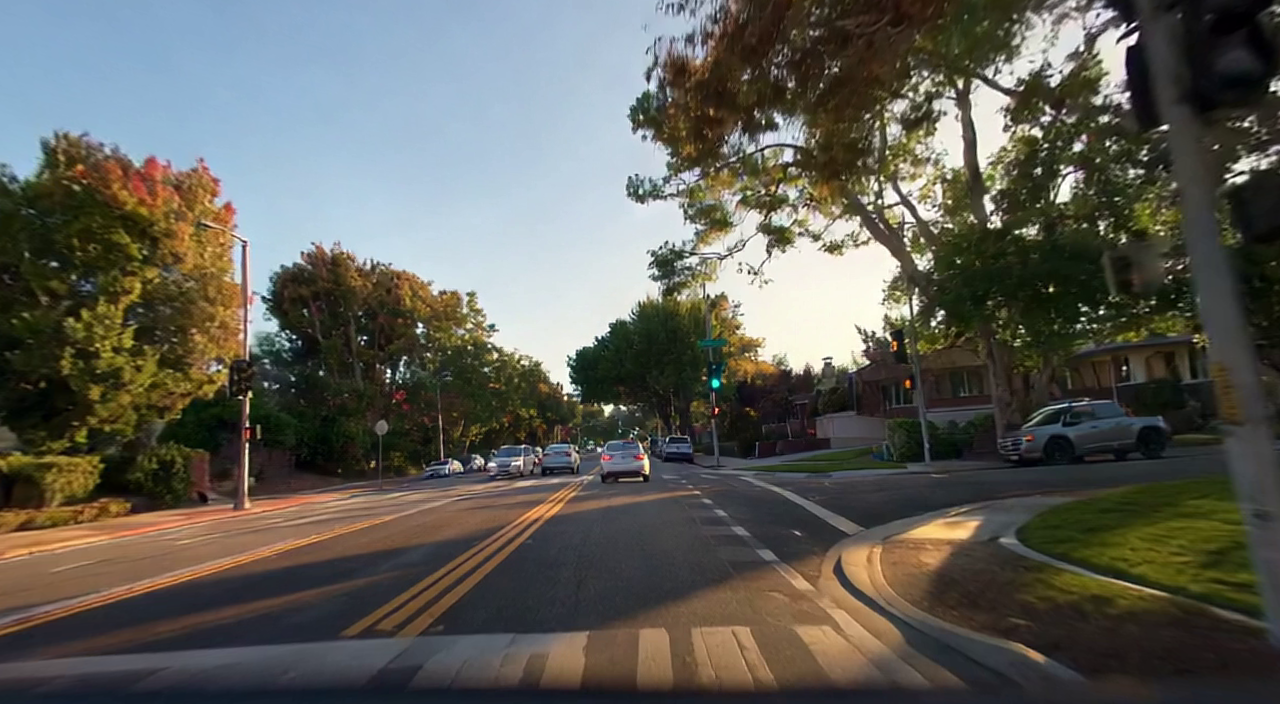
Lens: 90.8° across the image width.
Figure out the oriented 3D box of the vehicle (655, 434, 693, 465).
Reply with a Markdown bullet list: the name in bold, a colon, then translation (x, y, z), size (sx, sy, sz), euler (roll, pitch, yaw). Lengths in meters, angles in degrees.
- **vehicle**: translation (2.143, 6.350, 41.416), size (2.119, 1.884, 4.567), euler (0, -8, -2)

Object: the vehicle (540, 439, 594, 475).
- **vehicle**: translation (-3.385, 4.958, 30.081), size (2.117, 1.528, 4.277), euler (-1, -8, -1)

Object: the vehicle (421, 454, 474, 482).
- **vehicle**: translation (-12.804, 7.702, 42.271), size (2.050, 1.518, 5.115), euler (-2, -8, -1)

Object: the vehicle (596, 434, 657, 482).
- **vehicle**: translation (-0.514, 3.869, 23.378), size (2.041, 1.575, 4.304), euler (0, -8, -2)

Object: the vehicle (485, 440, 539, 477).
- **vehicle**: translation (-6.765, 5.644, 33.769), size (1.958, 1.706, 4.281), euler (-4, -8, -1)

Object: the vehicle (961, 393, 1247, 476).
- **vehicle**: translation (13.109, 2.416, 18.288), size (6.141, 2.000, 2.552), euler (-2, -9, 1)
